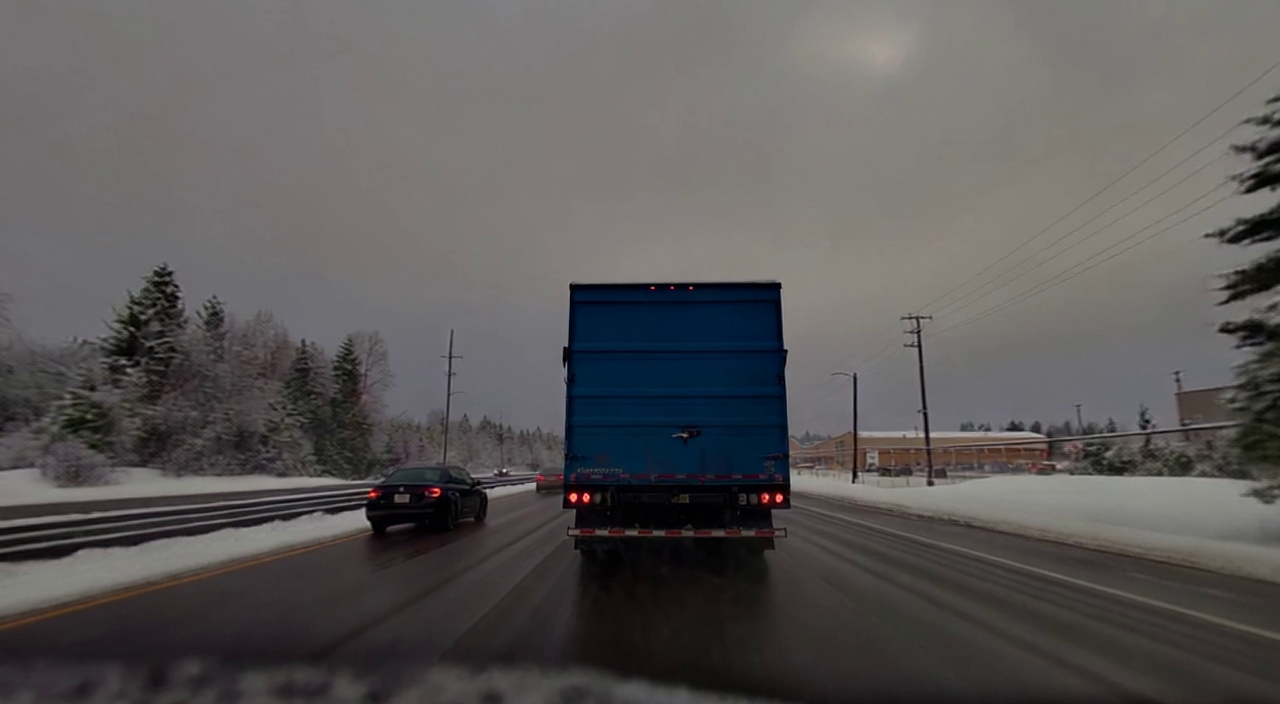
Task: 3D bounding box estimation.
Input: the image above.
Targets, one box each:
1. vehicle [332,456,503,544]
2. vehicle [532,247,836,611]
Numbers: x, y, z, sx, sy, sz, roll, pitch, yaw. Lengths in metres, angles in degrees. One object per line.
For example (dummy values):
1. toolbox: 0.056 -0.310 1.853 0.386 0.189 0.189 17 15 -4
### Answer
1. vehicle: -4.328 2.967 13.127 1.891 1.469 4.431 1 -11 0
2. vehicle: 0.627 1.453 10.476 2.831 3.529 8.689 0 -11 3
